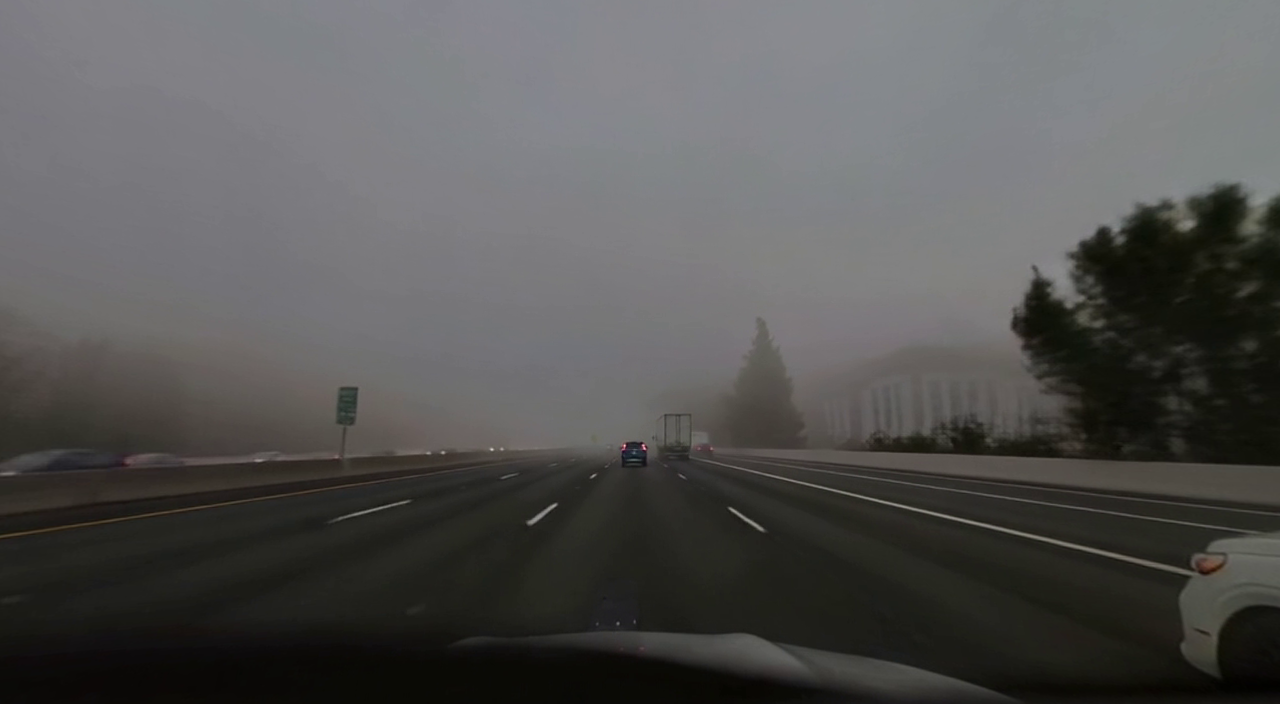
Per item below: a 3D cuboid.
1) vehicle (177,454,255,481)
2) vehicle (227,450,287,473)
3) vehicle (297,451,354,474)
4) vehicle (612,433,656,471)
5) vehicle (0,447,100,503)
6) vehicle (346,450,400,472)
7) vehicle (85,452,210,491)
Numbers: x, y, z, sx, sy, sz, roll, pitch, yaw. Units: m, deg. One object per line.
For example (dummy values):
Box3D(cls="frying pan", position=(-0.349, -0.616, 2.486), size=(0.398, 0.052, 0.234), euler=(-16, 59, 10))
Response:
Box3D(cls="vehicle", position=(-25.583, 6.948, 38.347), size=(1.777, 1.412, 4.314), euler=(0, -8, -1))
Box3D(cls="vehicle", position=(-29.967, 8.547, 49.550), size=(1.904, 1.592, 4.520), euler=(0, -8, -1))
Box3D(cls="vehicle", position=(-22.120, 7.765, 44.662), size=(1.795, 1.438, 4.403), euler=(0, -8, 0))
Box3D(cls="vehicle", position=(-0.331, 5.542, 35.190), size=(2.297, 1.912, 4.355), euler=(0, -8, -1))
Box3D(cls="vehicle", position=(-18.582, 3.542, 18.367), size=(1.889, 1.525, 4.375), euler=(0, -8, 0))
Box3D(cls="vehicle", position=(-18.688, 7.636, 44.418), size=(1.898, 1.438, 4.179), euler=(0, -8, 1))
Box3D(cls="vehicle", position=(-21.968, 5.319, 28.497), size=(1.863, 1.464, 4.703), euler=(0, -8, 0))
